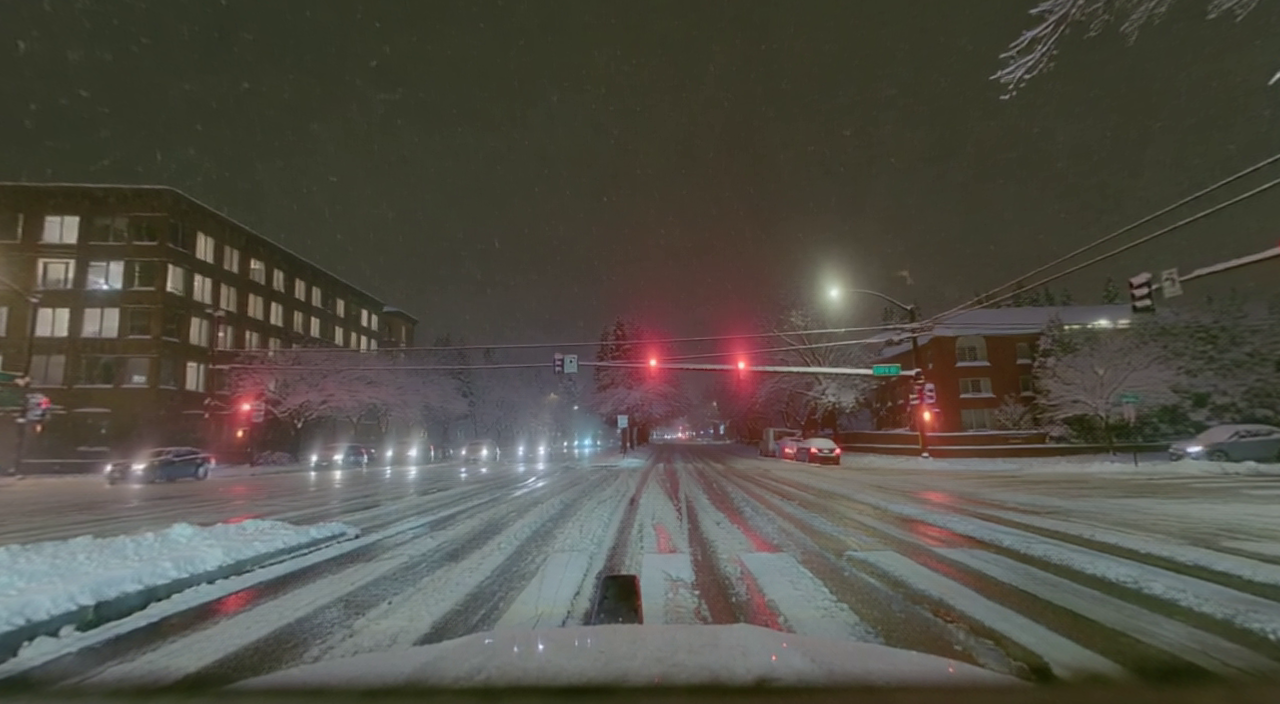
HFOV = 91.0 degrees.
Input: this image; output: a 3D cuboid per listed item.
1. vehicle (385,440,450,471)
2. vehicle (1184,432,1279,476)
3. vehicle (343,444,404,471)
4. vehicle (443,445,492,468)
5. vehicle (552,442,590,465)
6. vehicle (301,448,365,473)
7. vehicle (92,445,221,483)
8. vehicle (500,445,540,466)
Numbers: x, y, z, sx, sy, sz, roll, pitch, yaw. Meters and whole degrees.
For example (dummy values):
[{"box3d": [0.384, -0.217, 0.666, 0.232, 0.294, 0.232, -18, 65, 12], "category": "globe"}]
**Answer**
[{"box3d": [-15.120, 7.036, 43.157, 2.340, 1.946, 5.450, 0, -9, 2], "category": "vehicle"}, {"box3d": [22.326, 3.582, 22.235, 4.474, 1.477, 1.908, 0, -9, -3], "category": "vehicle"}, {"box3d": [-18.544, 7.347, 44.012, 2.237, 1.801, 4.541, 0, -9, 1], "category": "vehicle"}, {"box3d": [-11.623, 7.072, 42.703, 1.911, 1.476, 4.297, -1, -9, 2], "category": "vehicle"}, {"box3d": [-4.518, 6.717, 41.685, 1.954, 1.431, 4.050, -1, -9, 2], "category": "vehicle"}, {"box3d": [-21.423, 7.566, 44.129, 1.929, 1.619, 4.577, -1, -9, 4], "category": "vehicle"}, {"box3d": [-25.350, 5.843, 33.236, 2.032, 1.839, 4.884, -5, -10, 27], "category": "vehicle"}, {"box3d": [-8.084, 7.006, 42.615, 1.910, 1.321, 3.692, 0, -9, 1], "category": "vehicle"}]
